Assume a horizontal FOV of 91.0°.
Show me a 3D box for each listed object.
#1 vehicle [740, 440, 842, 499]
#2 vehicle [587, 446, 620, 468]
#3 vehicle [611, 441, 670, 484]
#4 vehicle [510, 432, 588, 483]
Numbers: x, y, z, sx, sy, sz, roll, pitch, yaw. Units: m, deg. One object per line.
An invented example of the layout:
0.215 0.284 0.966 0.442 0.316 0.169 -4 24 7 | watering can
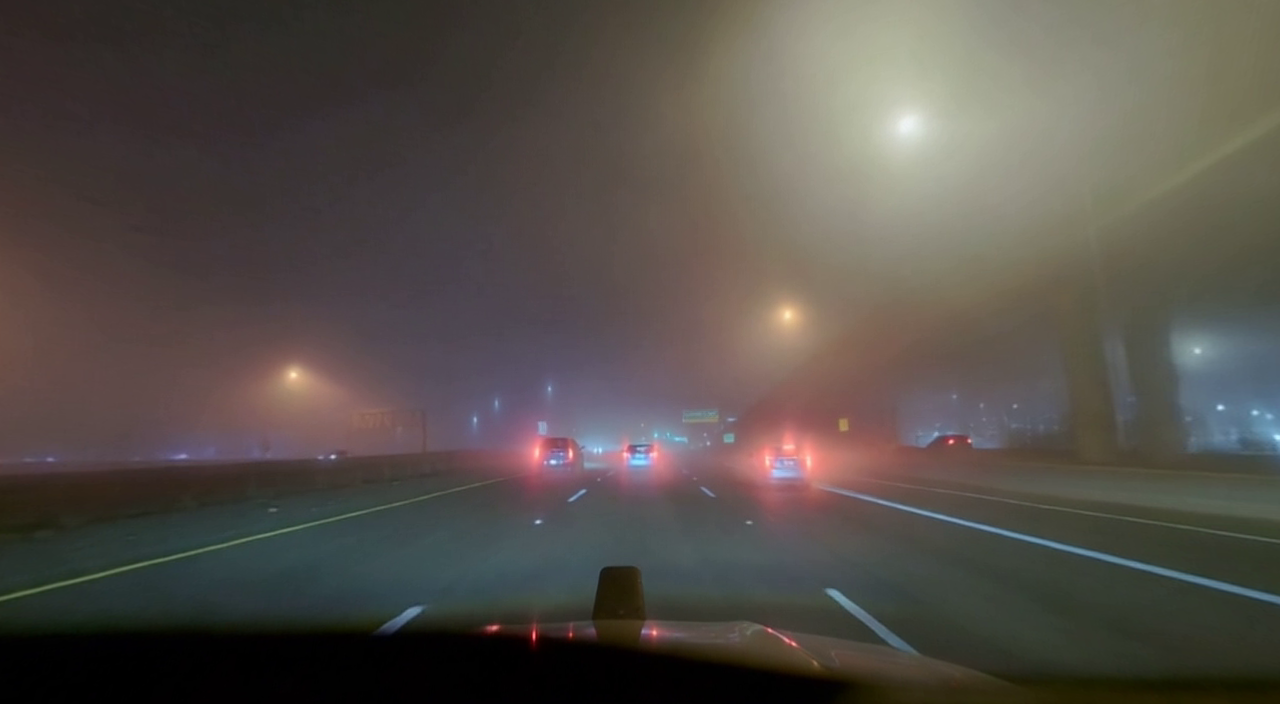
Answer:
4.219 3.318 18.290 1.974 1.490 3.994 0 -8 0 | vehicle
-2.570 7.474 45.116 1.868 1.431 4.055 0 -8 3 | vehicle
0.078 4.172 24.216 2.089 1.493 3.964 0 -8 2 | vehicle
-3.478 4.151 25.094 2.142 1.819 4.648 0 -8 3 | vehicle
